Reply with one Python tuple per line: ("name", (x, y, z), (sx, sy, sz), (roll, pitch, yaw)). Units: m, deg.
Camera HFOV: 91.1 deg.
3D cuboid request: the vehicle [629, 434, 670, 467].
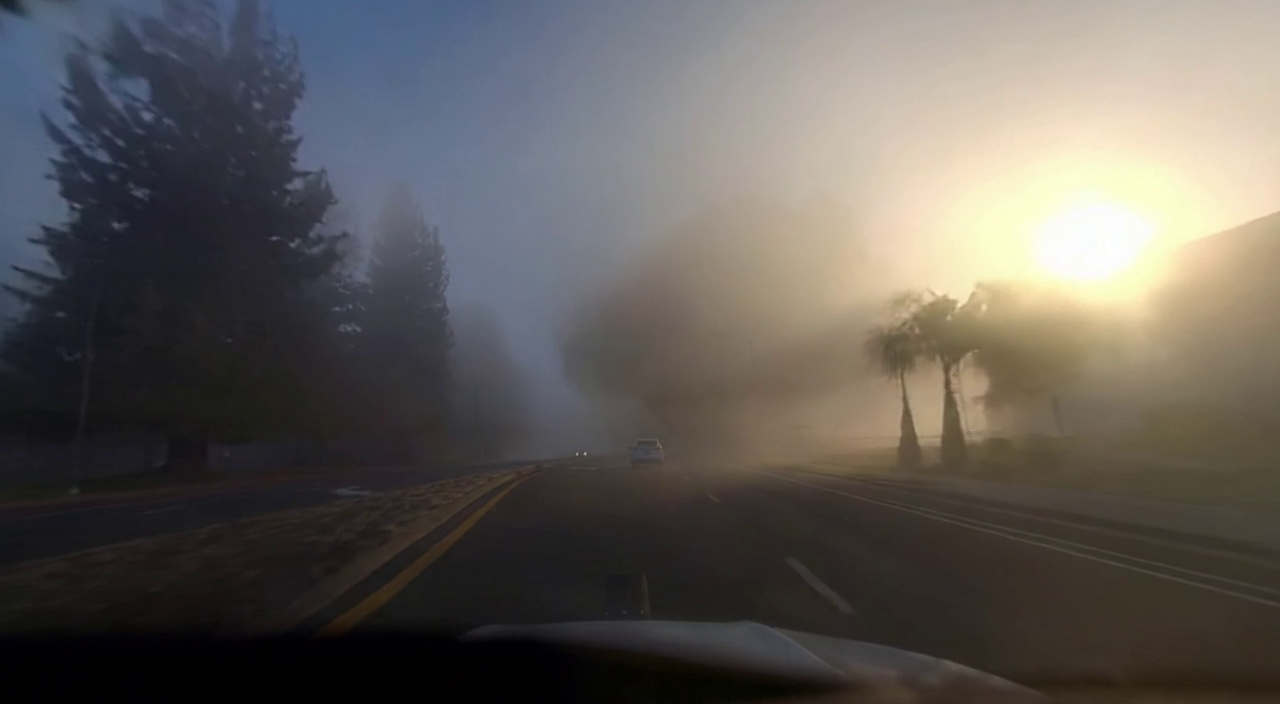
("vehicle", (0.494, 5.741, 36.762), (2.165, 1.783, 4.391), (0, -8, -2))
